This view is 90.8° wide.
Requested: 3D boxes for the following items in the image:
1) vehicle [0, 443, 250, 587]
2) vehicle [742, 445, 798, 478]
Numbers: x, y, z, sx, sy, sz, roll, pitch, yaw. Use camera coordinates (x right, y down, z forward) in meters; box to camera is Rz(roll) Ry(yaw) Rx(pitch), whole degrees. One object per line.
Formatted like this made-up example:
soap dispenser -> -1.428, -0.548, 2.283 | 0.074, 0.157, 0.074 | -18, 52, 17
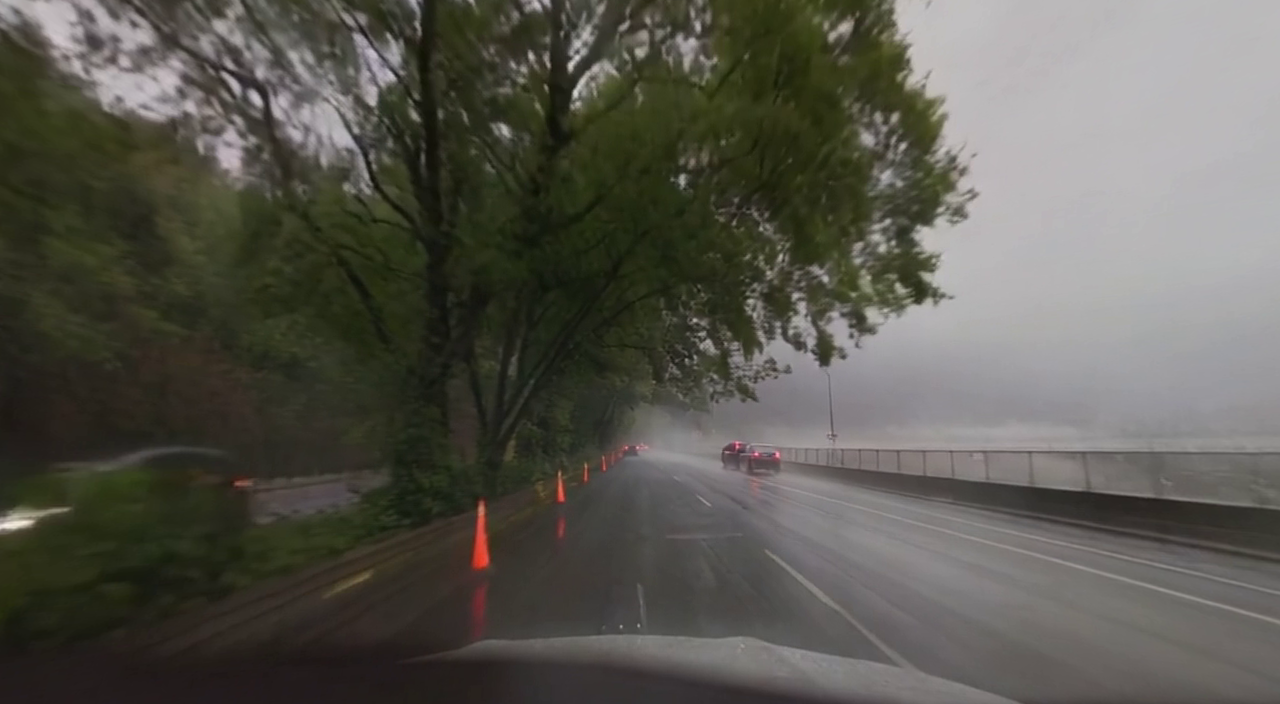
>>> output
vehicle -> -7.526, 1.956, 8.381 | 1.907, 1.455, 4.404 | 0, -8, 0
vehicle -> 6.233, 5.296, 30.843 | 1.904, 1.470, 4.583 | -1, -8, 2
